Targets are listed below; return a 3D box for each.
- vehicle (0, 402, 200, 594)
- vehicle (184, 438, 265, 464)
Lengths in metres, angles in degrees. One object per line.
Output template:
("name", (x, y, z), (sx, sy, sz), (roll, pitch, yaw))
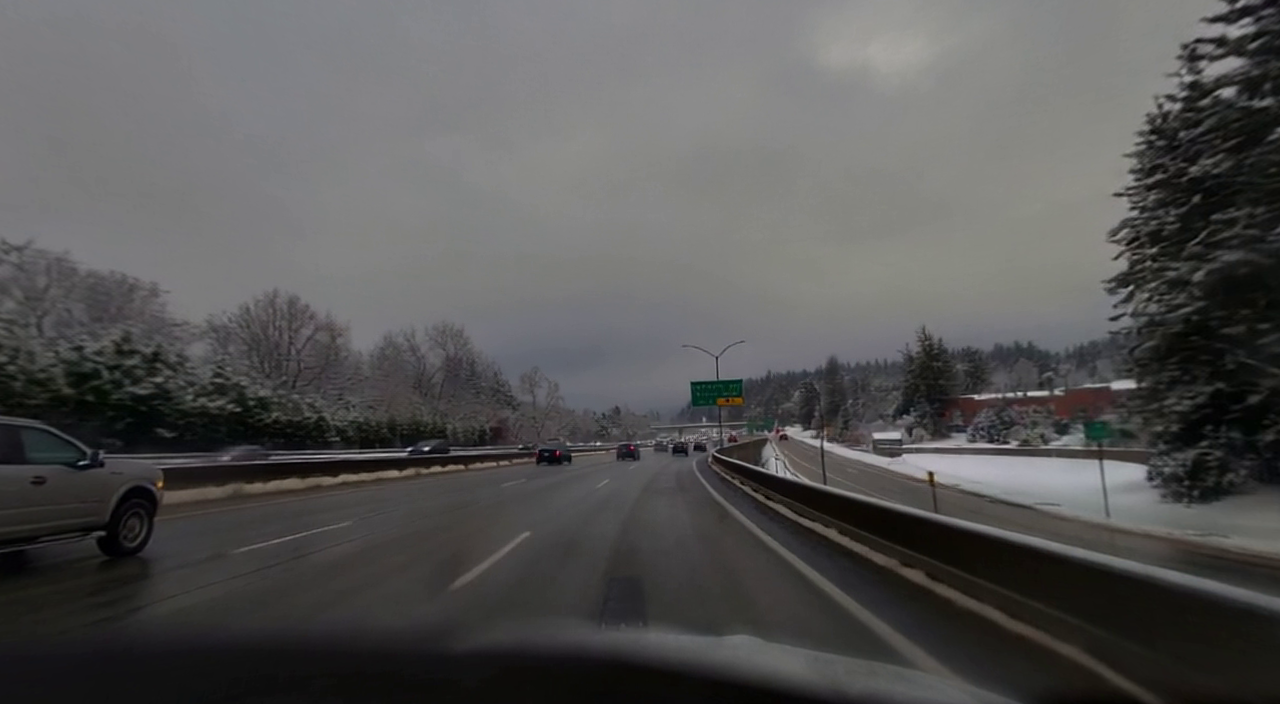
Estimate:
("vehicle", (-6.459, 1.243, 5.350), (1.923, 1.630, 4.857), (0, -8, 0))
("vehicle", (-29.026, 6.933, 44.246), (1.974, 1.668, 4.911), (-1, -8, 6))
